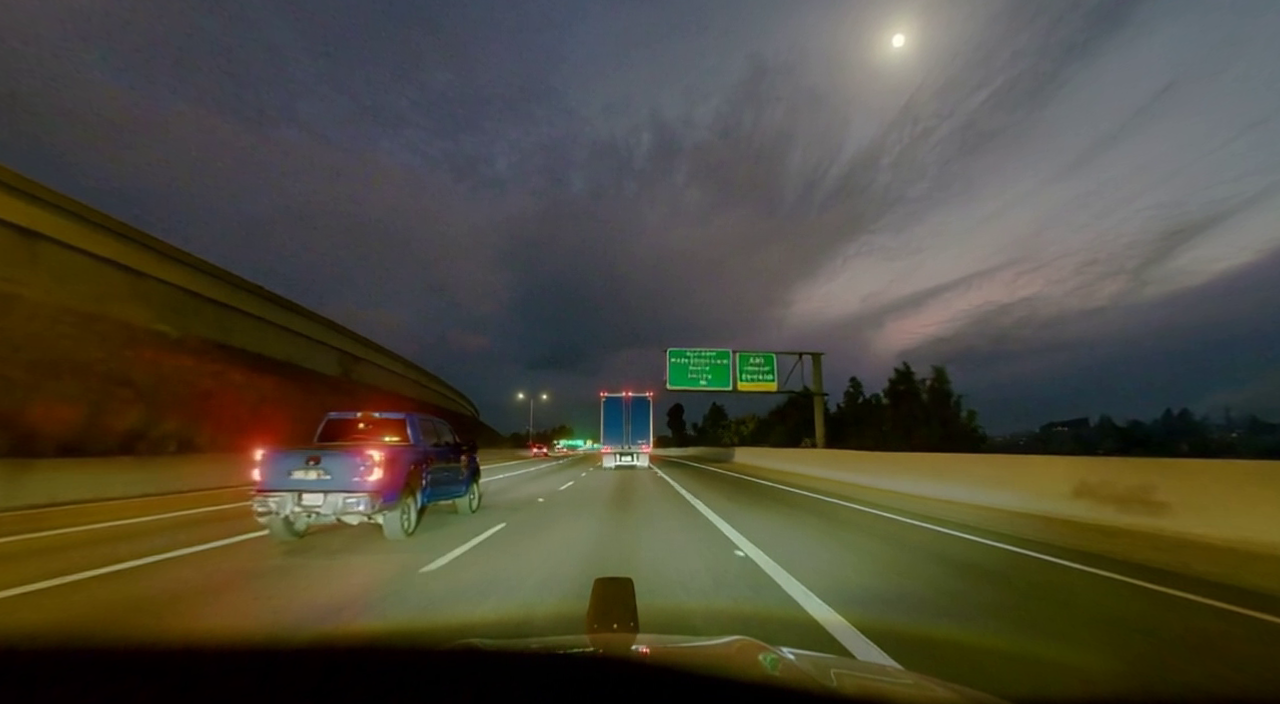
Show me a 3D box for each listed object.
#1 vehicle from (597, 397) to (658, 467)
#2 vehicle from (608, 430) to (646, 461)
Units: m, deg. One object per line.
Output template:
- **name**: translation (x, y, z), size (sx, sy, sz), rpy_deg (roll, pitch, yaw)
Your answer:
- **vehicle**: translation (-0.620, 5.126, 39.547), size (3.233, 3.678, 11.032), rpy_deg (1, -9, 1)
- **vehicle**: translation (-0.731, 5.385, 36.520), size (2.052, 1.666, 4.358), rpy_deg (0, -8, -1)
